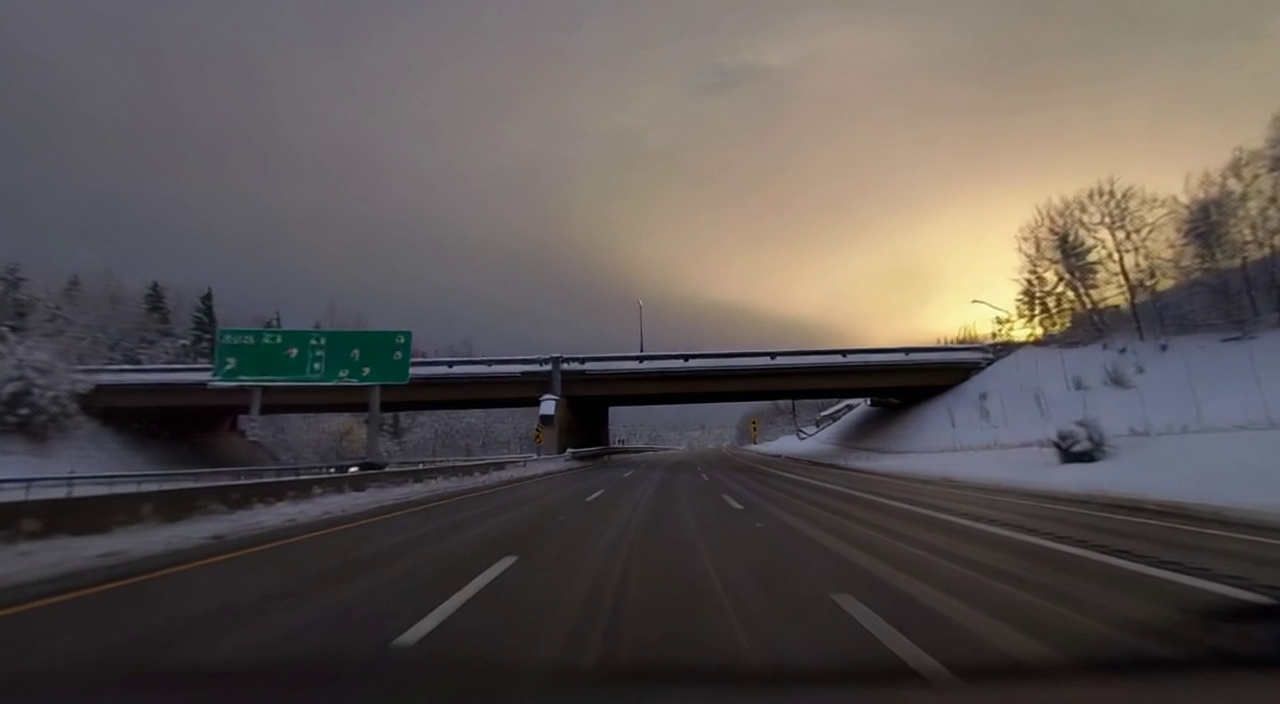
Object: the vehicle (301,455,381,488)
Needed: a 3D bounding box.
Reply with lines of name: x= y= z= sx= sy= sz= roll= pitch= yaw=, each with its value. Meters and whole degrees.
vehicle: x=-15.594 y=6.252 z=33.204 sx=1.798 sy=1.496 sz=4.559 roll=-1 pitch=-8 yaw=3
